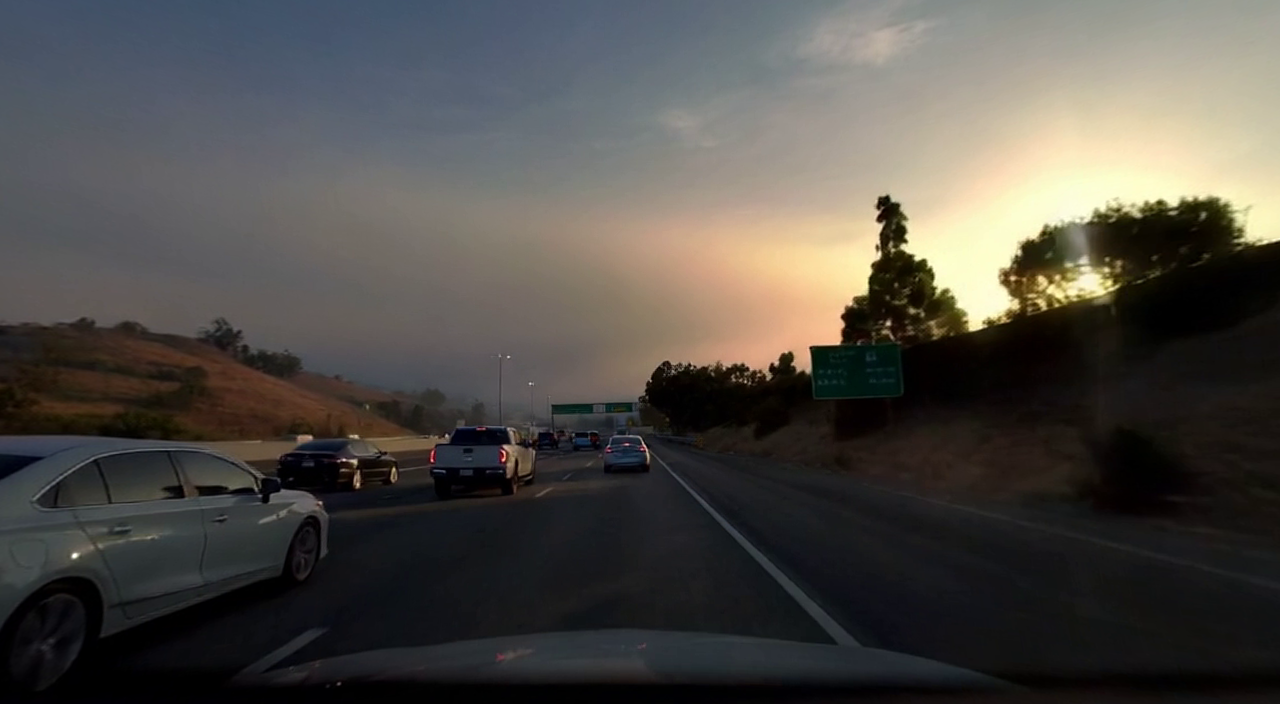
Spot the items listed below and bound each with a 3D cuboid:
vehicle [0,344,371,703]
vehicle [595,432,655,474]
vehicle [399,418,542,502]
[{"bbox_3d":[-3.836,1.032,4.249,2.107,1.703,4.274,0,-8,0],"label":"vehicle"},{"bbox_3d":[-0.552,3.806,23.928,2.070,1.452,3.834,0,-8,-1],"label":"vehicle"},{"bbox_3d":[-3.837,2.518,15.197,2.154,1.690,4.595,0,-8,0],"label":"vehicle"}]
